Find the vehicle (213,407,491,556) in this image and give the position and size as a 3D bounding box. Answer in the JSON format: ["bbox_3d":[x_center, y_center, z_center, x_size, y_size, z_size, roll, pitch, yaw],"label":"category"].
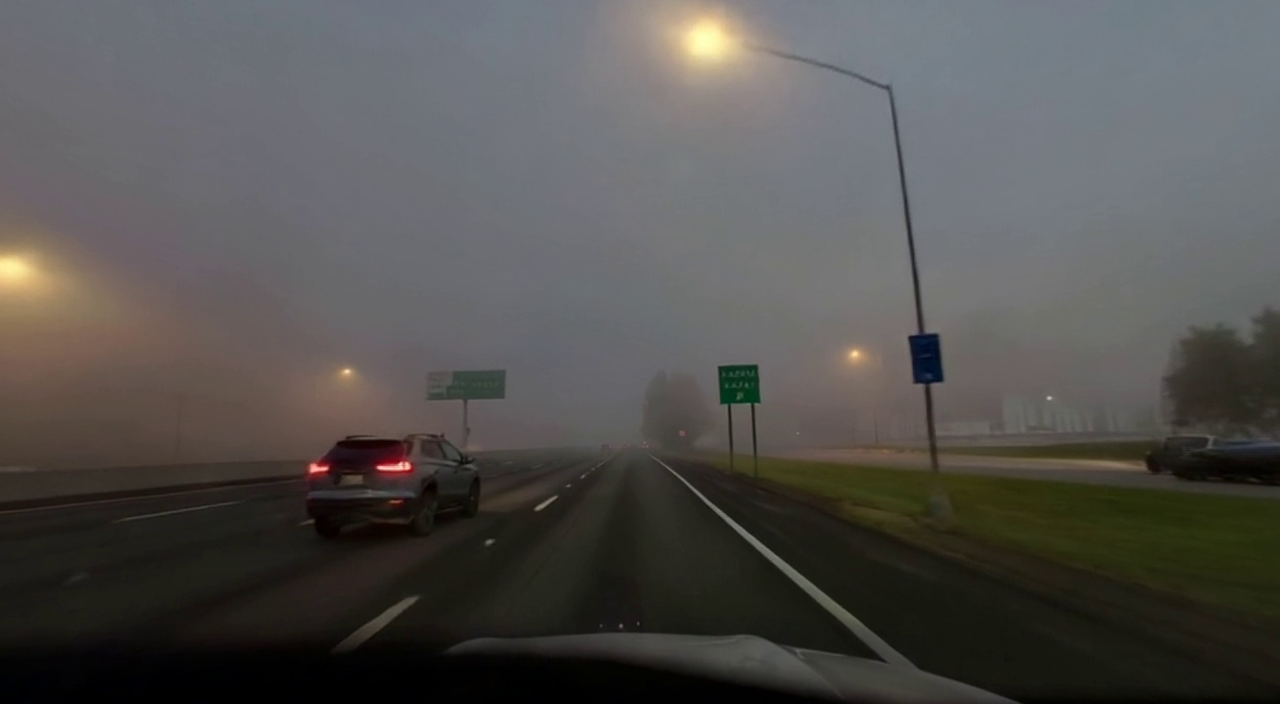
[{"bbox_3d":[-4.006,1.884,9.961,2.150,1.761,4.697,0,-8,0],"label":"vehicle"}]
